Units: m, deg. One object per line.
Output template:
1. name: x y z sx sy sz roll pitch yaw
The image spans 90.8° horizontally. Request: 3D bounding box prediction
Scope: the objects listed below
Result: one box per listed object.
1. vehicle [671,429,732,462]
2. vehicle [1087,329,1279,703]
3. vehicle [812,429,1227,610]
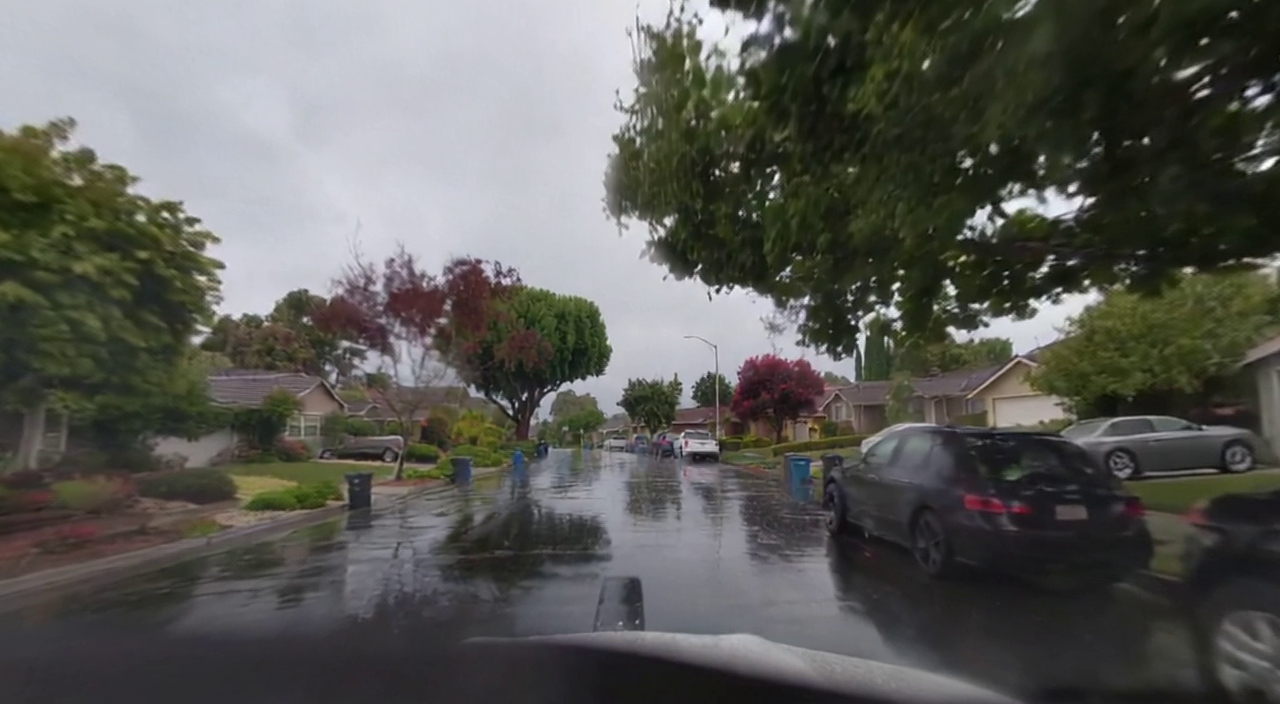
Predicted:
1. vehicle: 3.718 5.821 39.566 2.715 1.900 6.163 1 -8 -5
2. vehicle: 3.699 0.613 1.030 2.161 1.854 5.289 -1 -8 2
3. vehicle: 3.792 1.722 7.638 2.132 1.478 4.685 0 -8 0
